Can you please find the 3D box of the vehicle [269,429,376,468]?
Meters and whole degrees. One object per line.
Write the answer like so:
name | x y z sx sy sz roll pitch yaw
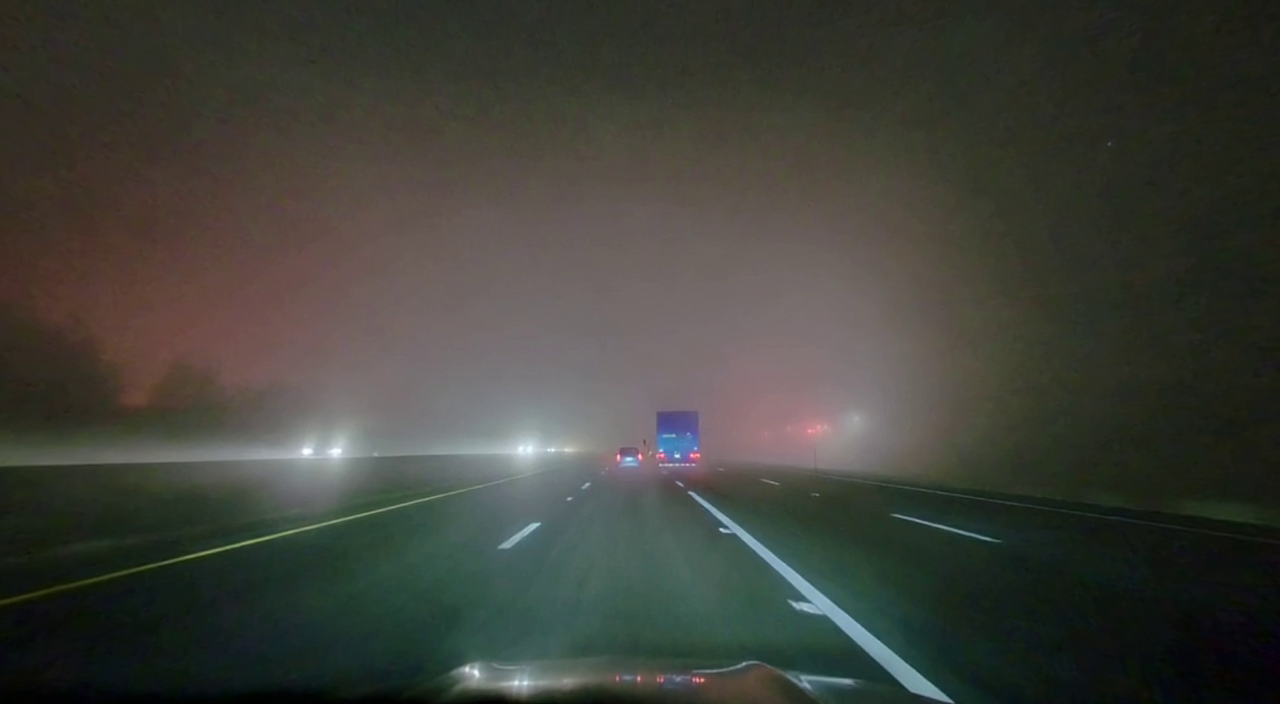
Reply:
vehicle | -12.658 3.910 25.545 2.048 1.454 4.392 0 -9 0

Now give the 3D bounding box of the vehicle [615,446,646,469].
vehicle | -0.628 6.955 41.801 1.898 1.438 4.053 0 -9 -1
